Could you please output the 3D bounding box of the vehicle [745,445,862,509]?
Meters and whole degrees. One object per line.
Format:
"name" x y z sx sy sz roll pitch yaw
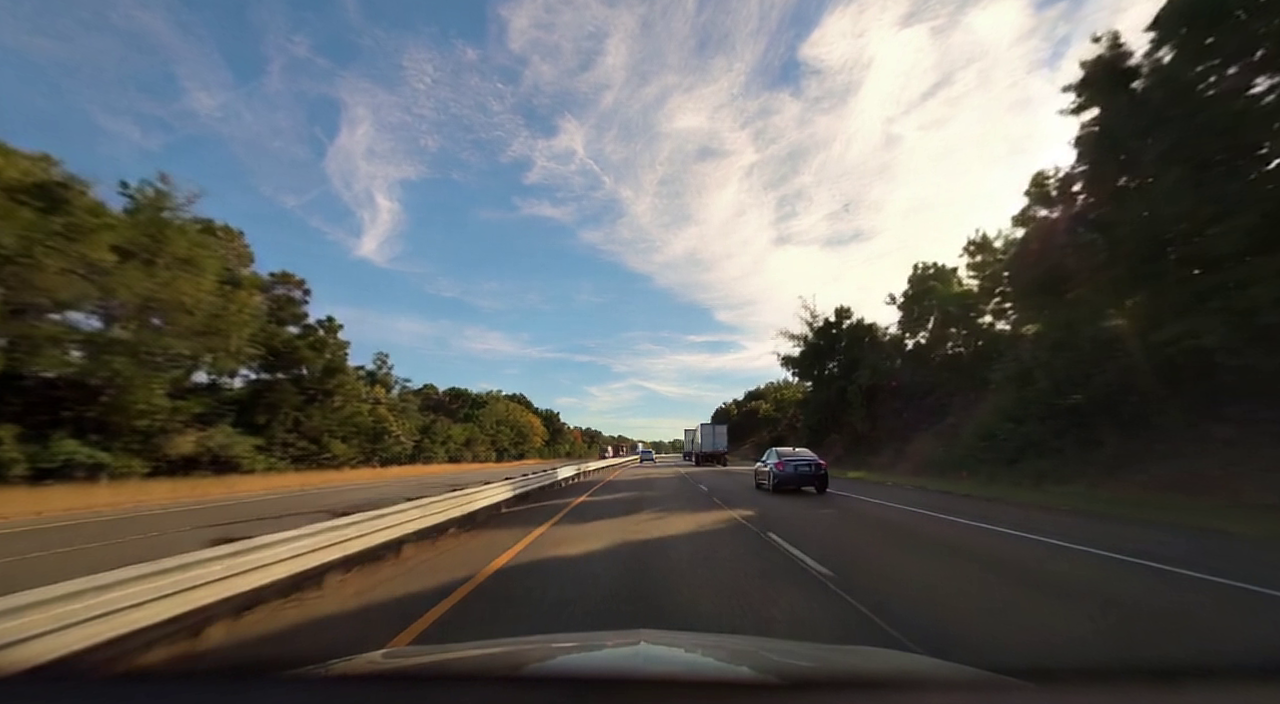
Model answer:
"vehicle" 4.080 3.167 16.437 1.893 1.442 4.039 0 -9 -1
